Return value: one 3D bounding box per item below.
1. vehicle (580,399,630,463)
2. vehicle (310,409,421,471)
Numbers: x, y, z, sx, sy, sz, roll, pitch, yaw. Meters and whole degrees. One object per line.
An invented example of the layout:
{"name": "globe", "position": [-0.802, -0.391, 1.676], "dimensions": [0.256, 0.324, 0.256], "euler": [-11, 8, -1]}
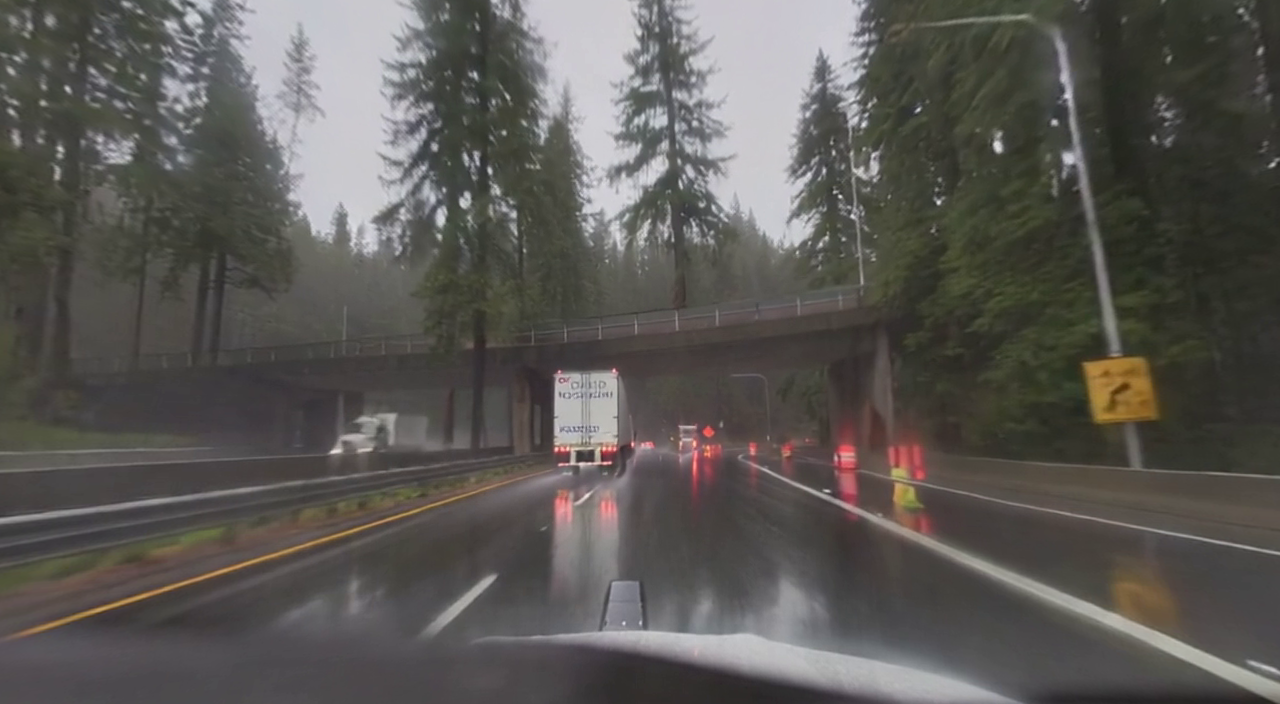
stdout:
{"name": "vehicle", "position": [-2.319, 5.822, 45.692], "dimensions": [2.845, 4.049, 10.214], "euler": [0, -8, 1]}
{"name": "vehicle", "position": [-16.655, 5.468, 39.123], "dimensions": [2.971, 3.438, 8.346], "euler": [0, -8, 1]}
